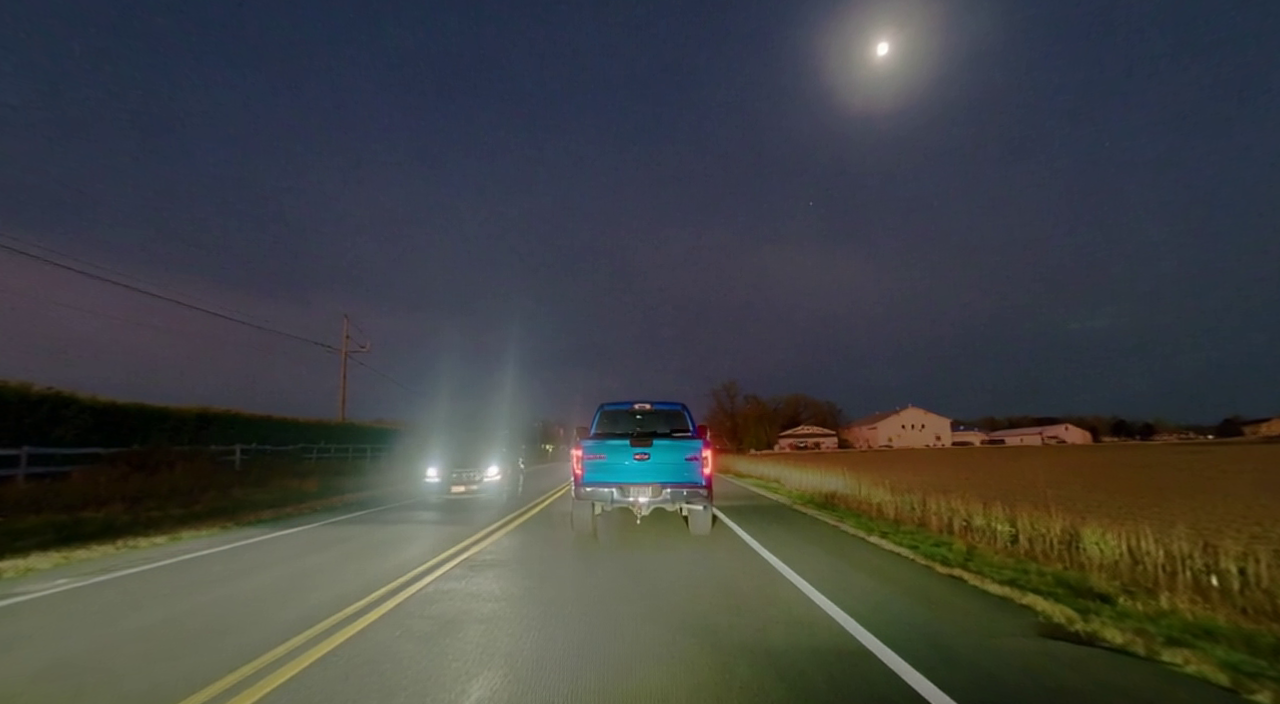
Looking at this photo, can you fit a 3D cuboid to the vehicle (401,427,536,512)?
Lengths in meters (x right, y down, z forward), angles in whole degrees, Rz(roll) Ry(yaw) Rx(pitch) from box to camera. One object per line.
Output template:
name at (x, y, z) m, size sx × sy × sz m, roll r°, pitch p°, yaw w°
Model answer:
vehicle at (-3.910, 2.765, 15.291) m, size 2.051 × 1.735 × 4.259 m, roll 0°, pitch -8°, yaw 0°

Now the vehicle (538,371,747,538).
vehicle at (-0.049, 1.966, 12.547) m, size 2.912 × 2.320 × 7.292 m, roll 0°, pitch -8°, yaw -1°
